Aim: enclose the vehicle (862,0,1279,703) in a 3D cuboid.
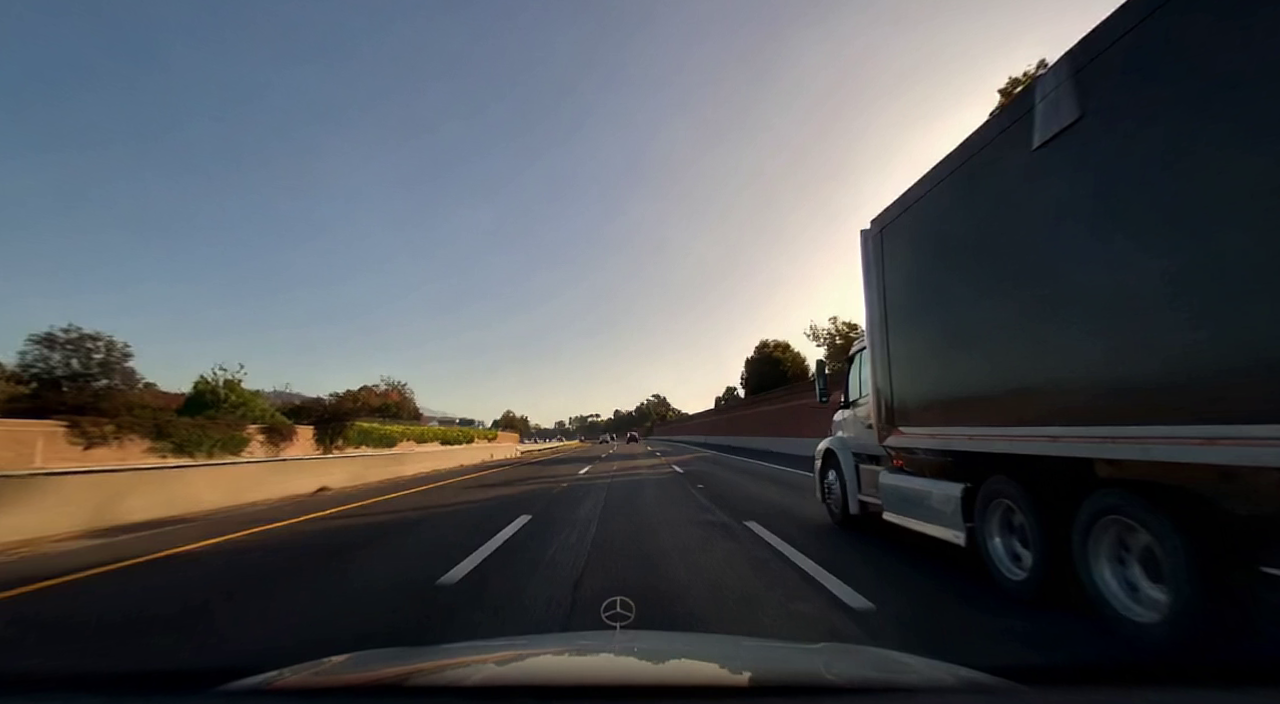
[{"bbox_3d":[4.449,-0.302,2.164,2.996,3.849,11.108,0,-8,-2],"label":"vehicle"}]
